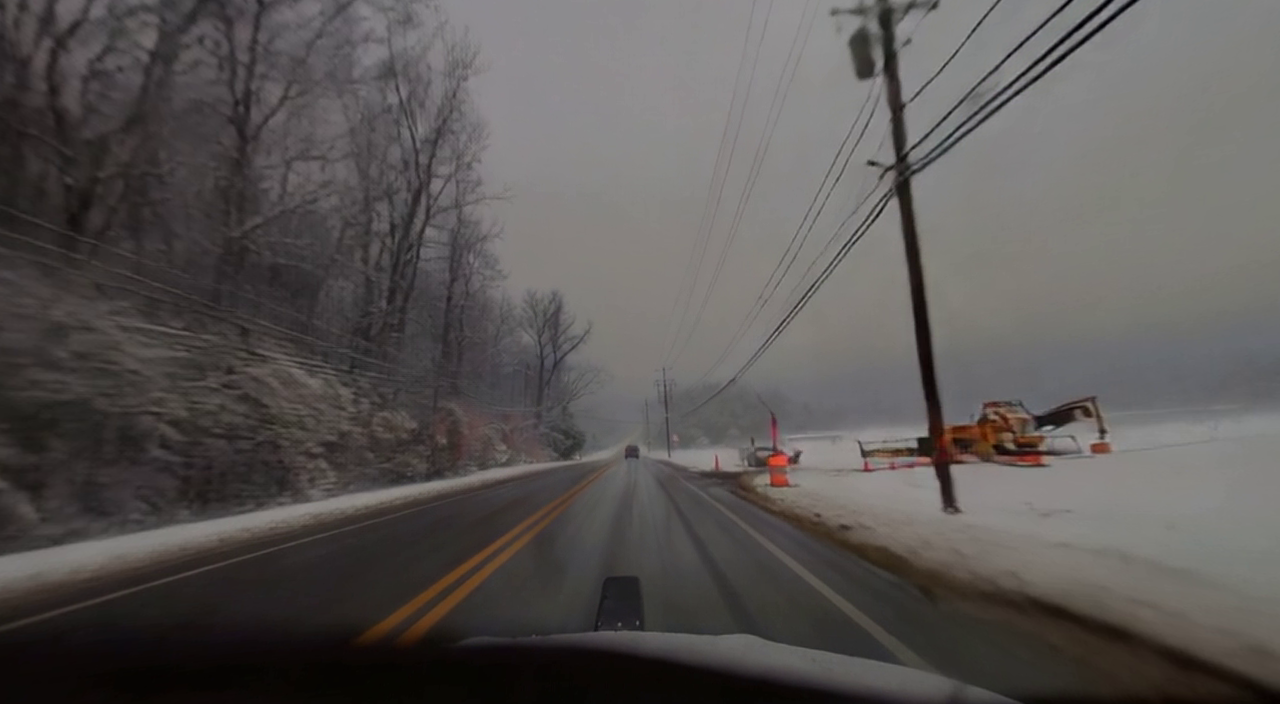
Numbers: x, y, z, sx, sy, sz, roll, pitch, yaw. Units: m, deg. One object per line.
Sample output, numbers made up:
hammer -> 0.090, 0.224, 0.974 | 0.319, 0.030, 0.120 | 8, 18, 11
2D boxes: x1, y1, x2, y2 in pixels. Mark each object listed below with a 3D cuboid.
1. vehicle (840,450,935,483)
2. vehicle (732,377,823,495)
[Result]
vehicle -> 12.219, 5.595, 31.090 | 4.715, 1.469, 1.900 | 6, -9, -32
vehicle -> 4.068, 2.523, 19.060 | 2.374, 3.357, 1.724 | 0, -9, 4
